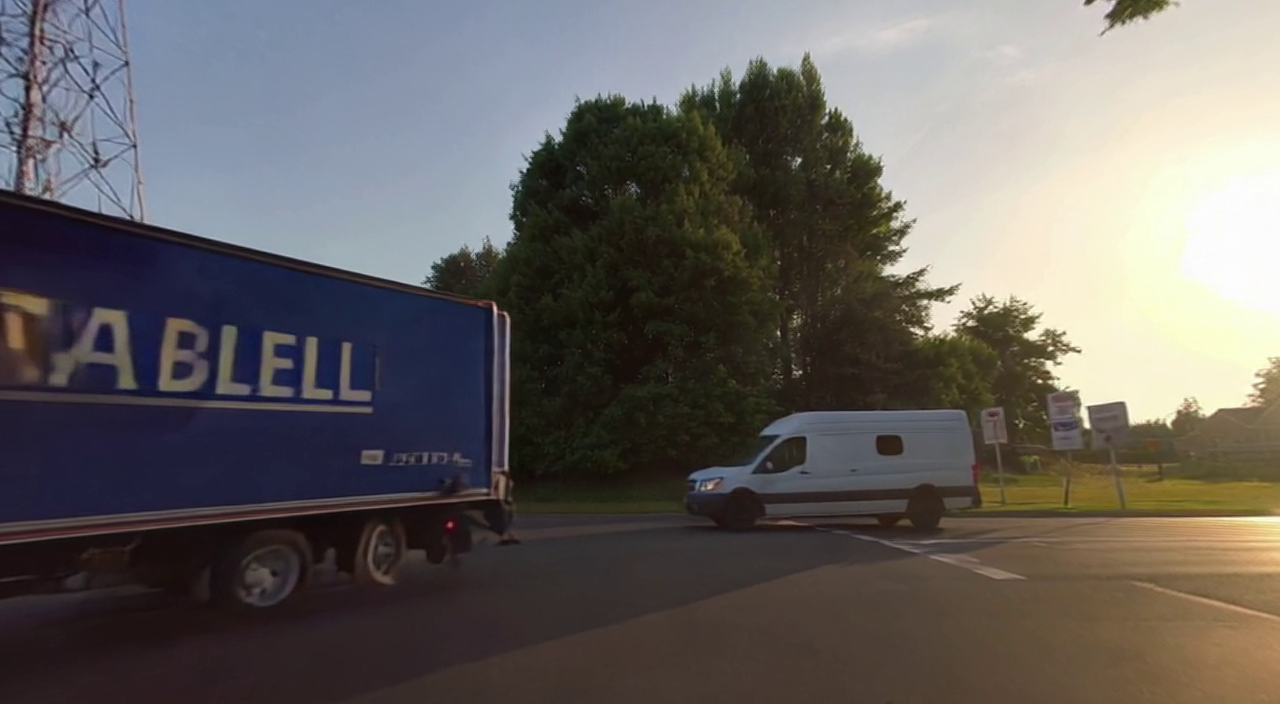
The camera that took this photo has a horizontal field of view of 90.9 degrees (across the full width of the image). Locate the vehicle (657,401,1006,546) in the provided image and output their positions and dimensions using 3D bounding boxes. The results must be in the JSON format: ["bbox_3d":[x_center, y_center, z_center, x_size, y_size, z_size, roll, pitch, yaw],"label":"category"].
[{"bbox_3d":[3.415,2.262,12.153,5.923,2.424,2.247,1,-9,-6],"label":"vehicle"}]

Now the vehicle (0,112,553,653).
[{"bbox_3d":[-5.277,0.305,5.179,2.740,3.622,9.765,-8,-11,39],"label":"vehicle"}]
